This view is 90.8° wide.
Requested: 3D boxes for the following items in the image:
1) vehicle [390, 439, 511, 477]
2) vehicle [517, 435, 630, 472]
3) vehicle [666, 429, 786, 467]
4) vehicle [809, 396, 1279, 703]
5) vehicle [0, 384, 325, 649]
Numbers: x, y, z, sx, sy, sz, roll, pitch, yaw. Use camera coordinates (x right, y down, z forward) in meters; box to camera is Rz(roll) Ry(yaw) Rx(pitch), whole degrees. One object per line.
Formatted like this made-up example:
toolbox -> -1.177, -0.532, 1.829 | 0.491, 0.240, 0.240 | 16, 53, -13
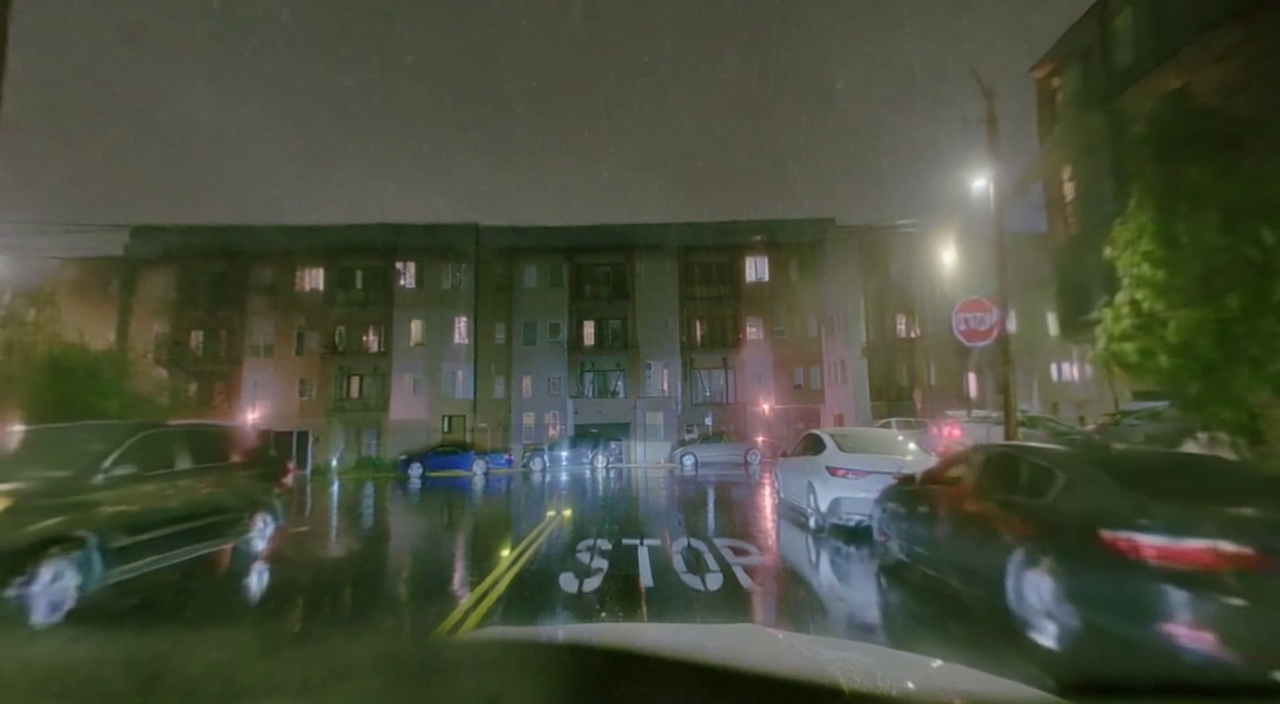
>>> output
vehicle -> -7.623, 4.307, 25.764 | 4.423, 1.449, 1.813 | 1, -8, -5
vehicle -> -2.702, 4.176, 26.124 | 4.489, 1.470, 1.776 | 1, -8, -4
vehicle -> 3.520, 3.999, 26.342 | 4.681, 1.480, 1.817 | 0, -8, -3
vehicle -> 3.167, 1.282, 5.070 | 2.024, 1.503, 4.565 | 1, -8, -5
vehicle -> -5.928, 1.540, 6.914 | 2.208, 1.903, 6.040 | 0, -8, -4
